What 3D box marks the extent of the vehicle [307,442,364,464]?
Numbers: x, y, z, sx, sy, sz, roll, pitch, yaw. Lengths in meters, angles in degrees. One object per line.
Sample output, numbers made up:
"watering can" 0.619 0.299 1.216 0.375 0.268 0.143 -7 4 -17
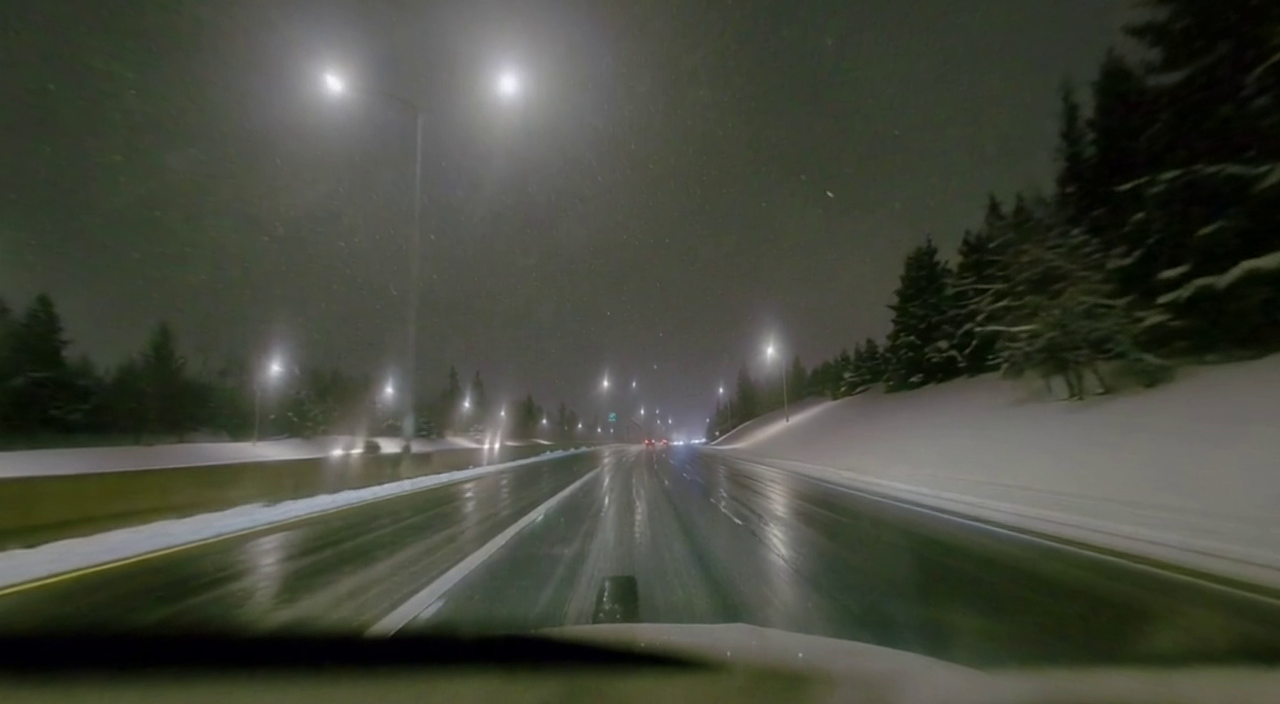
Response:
"vehicle" -22.824 7.579 47.483 1.878 1.526 4.733 0 -8 1
